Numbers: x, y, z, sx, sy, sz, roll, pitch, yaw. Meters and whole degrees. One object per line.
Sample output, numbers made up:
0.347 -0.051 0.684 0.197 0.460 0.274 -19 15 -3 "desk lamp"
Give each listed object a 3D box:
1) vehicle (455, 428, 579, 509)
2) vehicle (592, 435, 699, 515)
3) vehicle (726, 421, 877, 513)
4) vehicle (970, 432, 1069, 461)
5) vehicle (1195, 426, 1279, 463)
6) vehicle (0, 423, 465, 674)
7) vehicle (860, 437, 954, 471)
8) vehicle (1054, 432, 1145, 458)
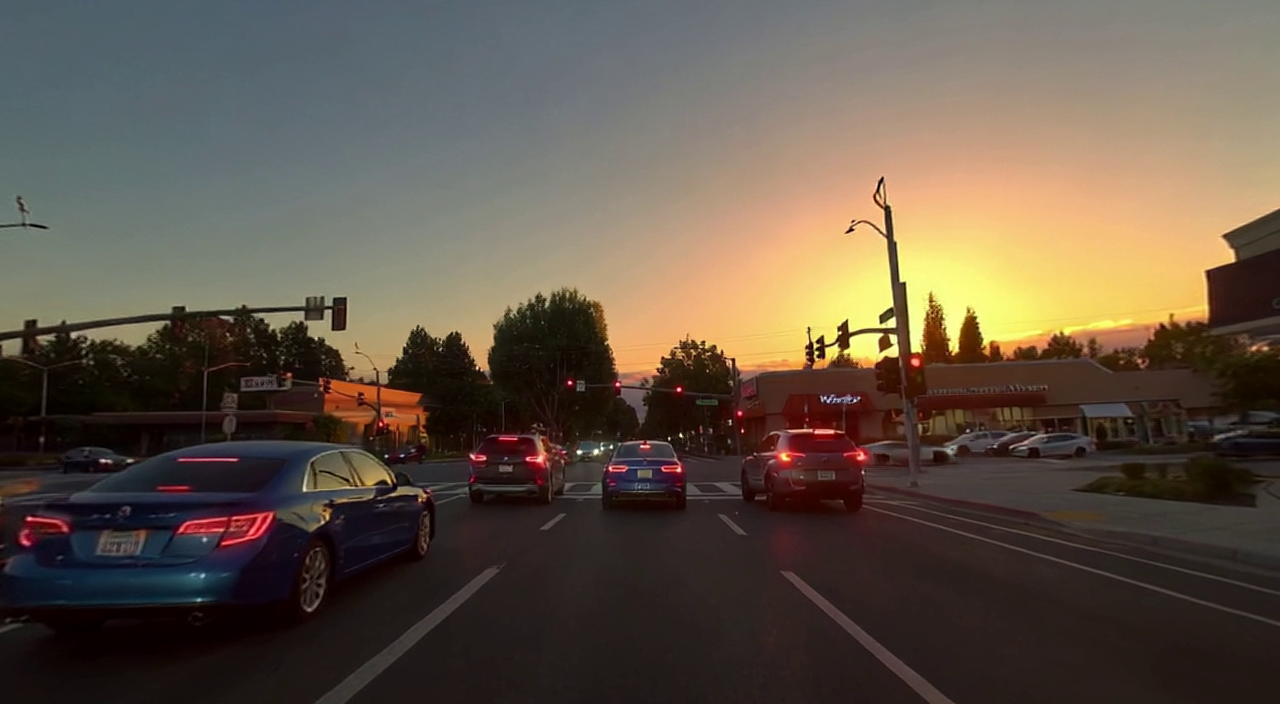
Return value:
-2.817 2.809 15.518 2.072 1.694 4.070 0 -9 2 "vehicle"
0.142 2.658 13.997 2.032 1.499 3.994 0 -9 1 "vehicle"
3.331 2.492 14.041 2.076 1.691 4.402 0 -9 -2 "vehicle"
23.320 5.812 38.828 4.781 1.700 1.986 0 -9 1 "vehicle"
32.993 4.848 32.976 5.504 1.821 2.173 -1 -9 4 "vehicle"
-3.331 1.509 5.994 2.014 1.472 4.357 0 -9 1 "vehicle"
12.303 4.729 29.254 3.822 1.514 1.905 -3 -9 19 "vehicle"
30.586 6.197 42.013 4.432 1.680 1.932 0 -9 2 "vehicle"
